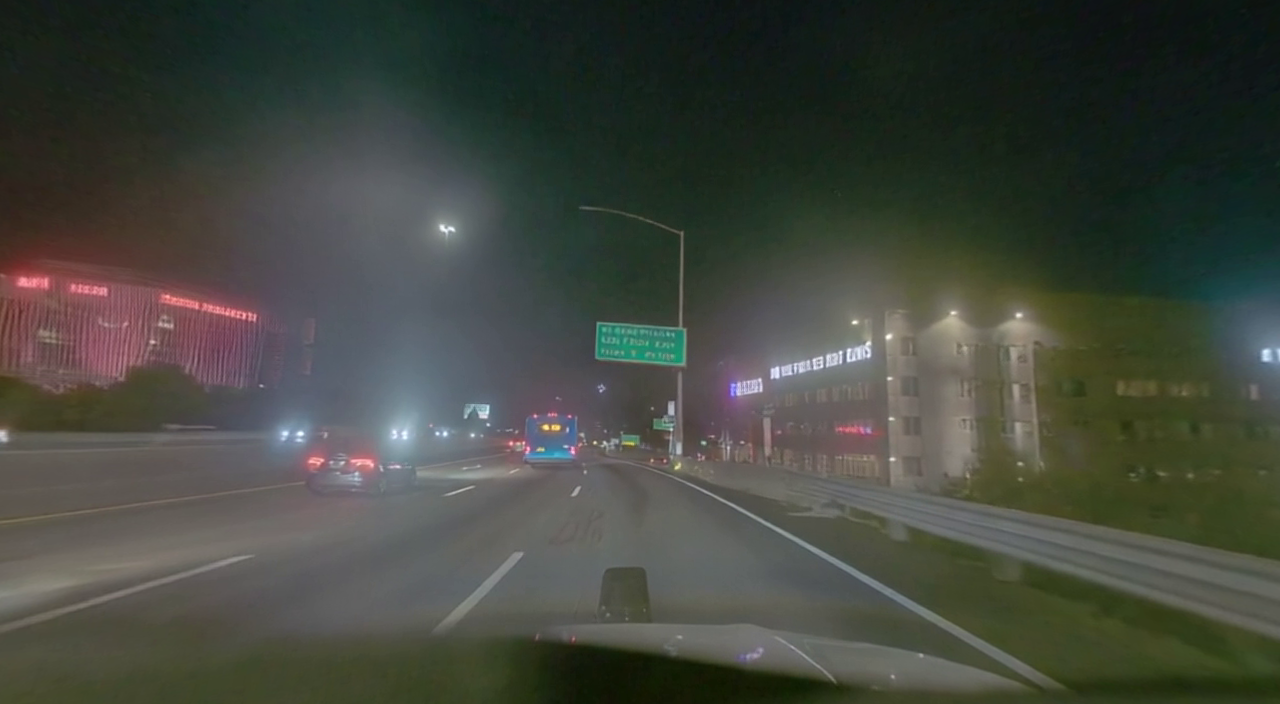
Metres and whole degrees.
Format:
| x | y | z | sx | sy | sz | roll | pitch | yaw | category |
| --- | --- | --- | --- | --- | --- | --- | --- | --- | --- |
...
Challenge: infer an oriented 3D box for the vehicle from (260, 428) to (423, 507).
| x | y | z | sx | sy | sz | roll | pitch | yaw | category |
| --- | --- | --- | --- | --- | --- | --- | --- | --- | --- |
| -7.310 | 2.874 | 16.058 | 1.993 | 1.690 | 4.450 | 0 | -9 | -1 | vehicle |

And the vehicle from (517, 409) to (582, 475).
| x | y | z | sx | sy | sz | roll | pitch | yaw | category |
| --- | --- | --- | --- | --- | --- | --- | --- | --- | --- |
| -4.690 | 4.754 | 33.114 | 2.888 | 2.944 | 8.373 | 2 | -9 | -7 | vehicle |
